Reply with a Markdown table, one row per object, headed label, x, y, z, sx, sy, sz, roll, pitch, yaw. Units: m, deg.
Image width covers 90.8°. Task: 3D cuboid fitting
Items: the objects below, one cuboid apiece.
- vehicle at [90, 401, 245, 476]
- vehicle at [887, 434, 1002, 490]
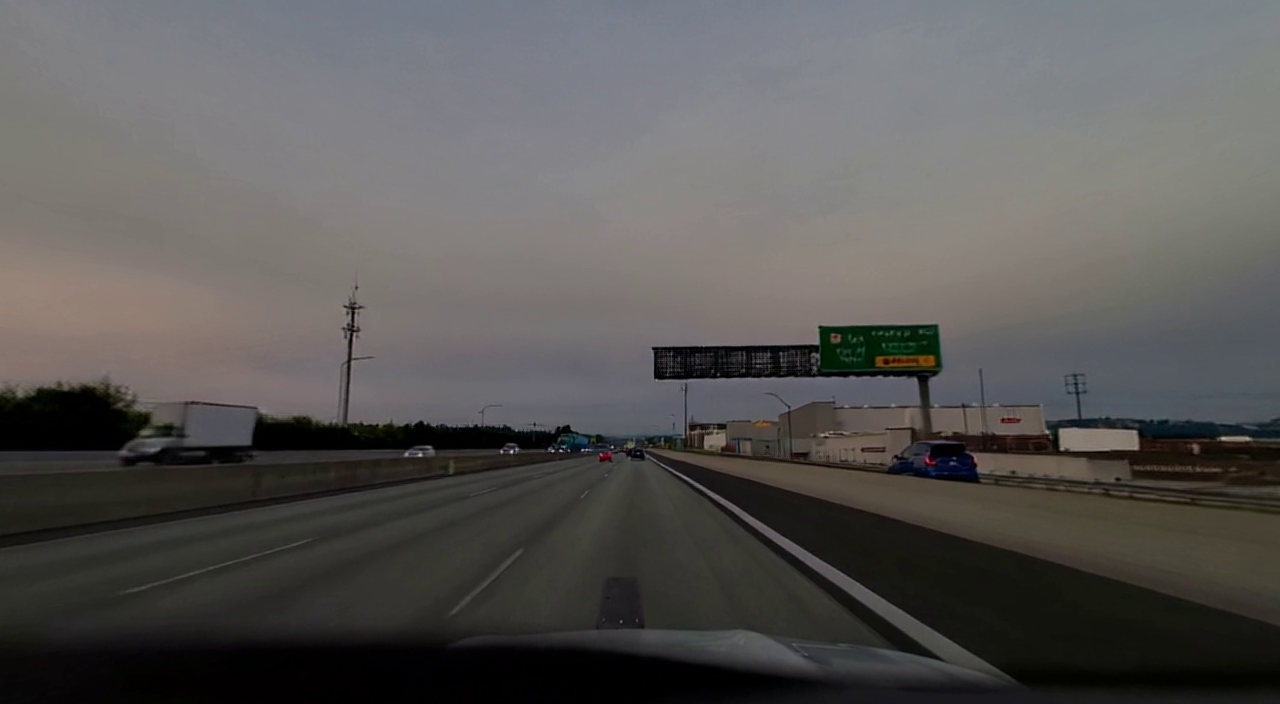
| label | x | y | z | sx | sy | sz | roll | pitch | yaw |
| --- | --- | --- | --- | --- | --- | --- | --- | --- | --- |
| vehicle | -23.925 | 4.494 | 32.505 | 2.745 | 3.437 | 6.513 | 0 | -8 | 1 |
| vehicle | 13.905 | 5.055 | 29.325 | 2.411 | 2.326 | 5.300 | 0 | -9 | -3 |
